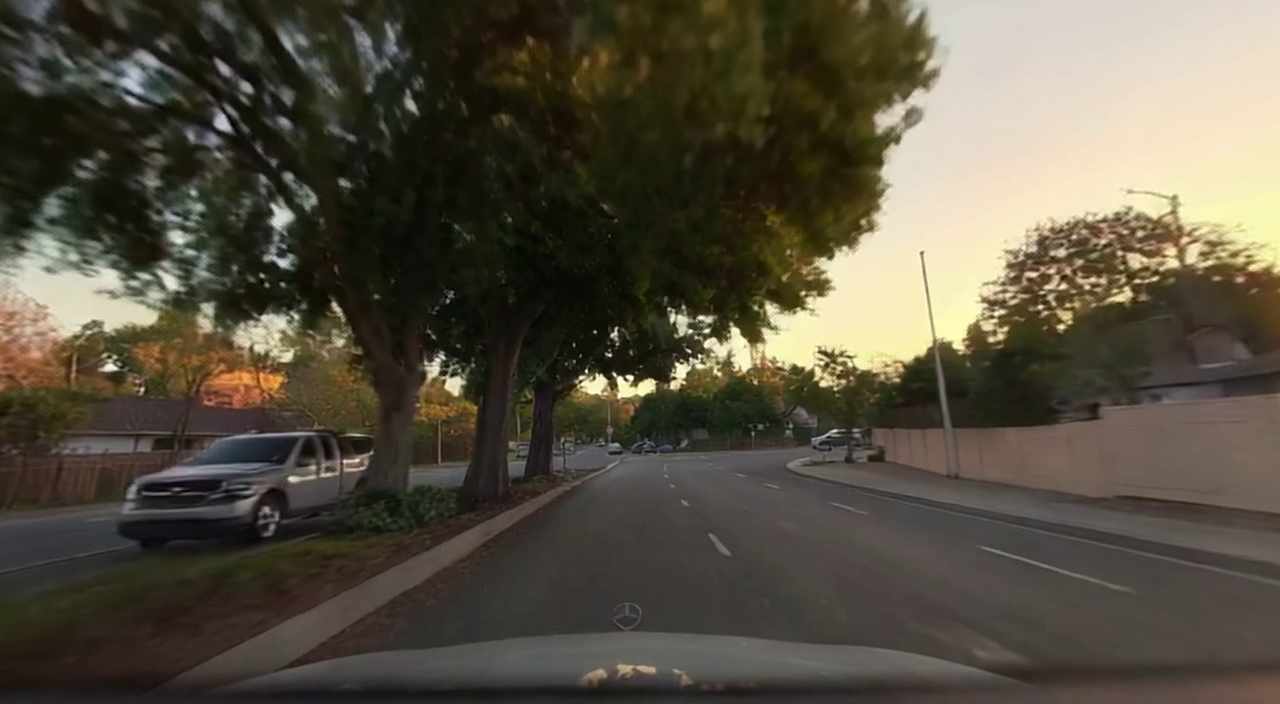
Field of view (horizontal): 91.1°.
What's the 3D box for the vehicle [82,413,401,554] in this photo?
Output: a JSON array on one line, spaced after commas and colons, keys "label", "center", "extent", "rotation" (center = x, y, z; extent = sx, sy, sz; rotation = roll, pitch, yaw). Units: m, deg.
[{"label": "vehicle", "center": [-6.110, 2.058, 10.630], "extent": [2.196, 1.809, 4.857], "rotation": [0, -8, 0]}]
